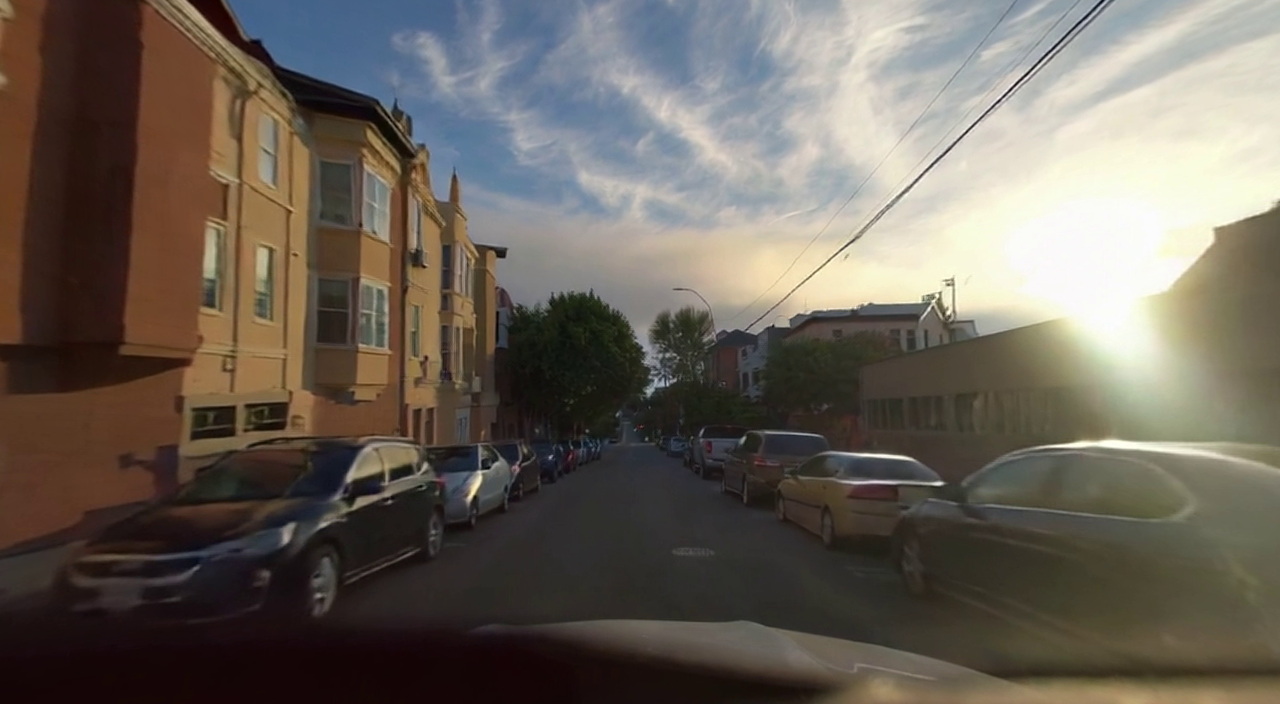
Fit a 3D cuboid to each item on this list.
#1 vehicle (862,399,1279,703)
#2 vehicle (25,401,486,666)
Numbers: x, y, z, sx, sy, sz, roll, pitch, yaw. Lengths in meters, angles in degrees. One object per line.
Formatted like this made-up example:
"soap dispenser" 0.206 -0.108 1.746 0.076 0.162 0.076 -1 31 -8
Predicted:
"vehicle" 3.348 1.259 4.155 1.968 1.595 4.543 3 -8 -3
"vehicle" -3.197 1.515 6.619 2.081 1.679 4.506 -3 -7 -1
